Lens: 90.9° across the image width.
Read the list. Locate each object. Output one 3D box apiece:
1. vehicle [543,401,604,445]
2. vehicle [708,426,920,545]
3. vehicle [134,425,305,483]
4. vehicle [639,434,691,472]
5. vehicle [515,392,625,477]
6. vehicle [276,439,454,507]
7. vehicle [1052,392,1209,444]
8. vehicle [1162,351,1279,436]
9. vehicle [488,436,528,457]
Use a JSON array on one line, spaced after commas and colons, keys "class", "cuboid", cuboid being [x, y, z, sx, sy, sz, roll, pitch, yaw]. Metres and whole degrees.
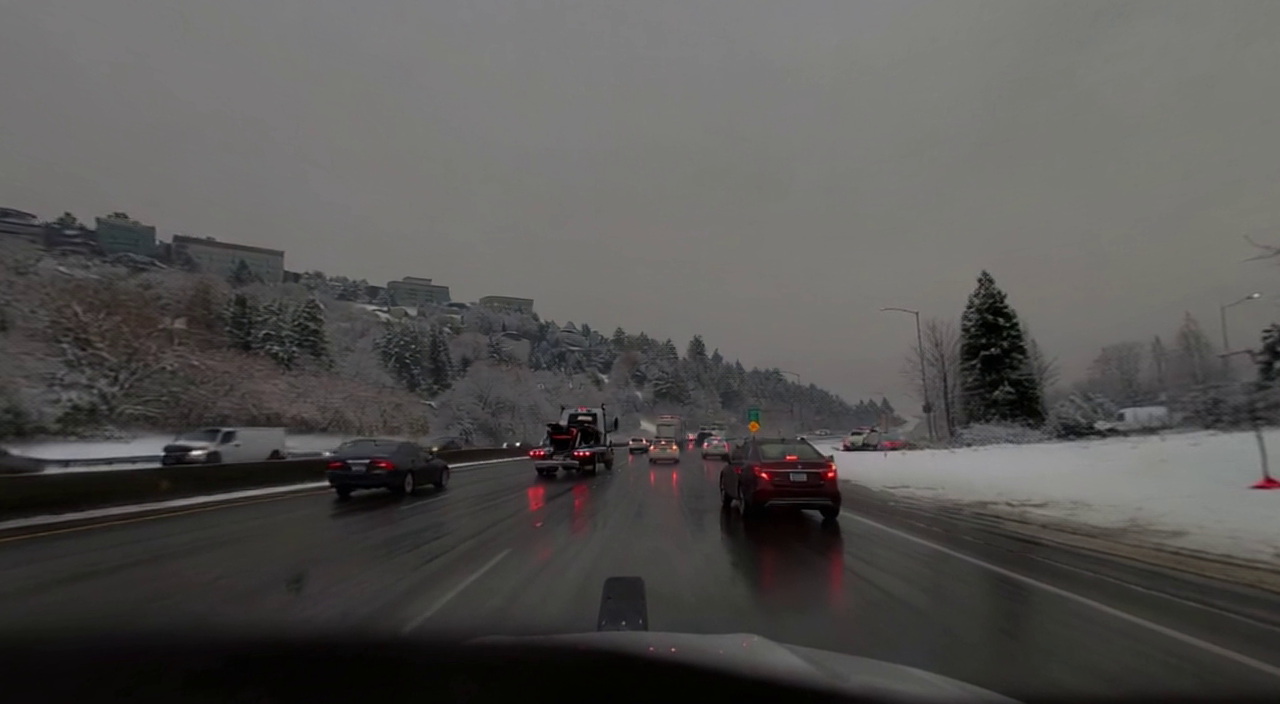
[{"class": "vehicle", "cuboid": [-2.650, 3.031, 26.191, 1.893, 1.674, 4.766, 0, -8, 2]}, {"class": "vehicle", "cuboid": [2.448, 2.012, 10.204, 2.040, 1.481, 4.260, 0, -8, -3]}, {"class": "vehicle", "cuboid": [-15.414, 3.799, 23.679, 2.333, 1.897, 5.499, -1, -8, 4]}, {"class": "vehicle", "cuboid": [1.085, 4.339, 27.173, 2.079, 1.499, 3.915, 0, -8, 2]}, {"class": "vehicle", "cuboid": [-2.586, 3.660, 27.421, 3.162, 2.955, 10.282, 0, -8, 3]}, {"class": "vehicle", "cuboid": [-6.406, 2.857, 15.483, 1.964, 1.395, 4.948, 0, -8, 2]}, {"class": "vehicle", "cuboid": [17.215, 2.438, 22.456, 2.034, 1.647, 4.188, 0, -8, -3]}, {"class": "vehicle", "cuboid": [13.647, 0.870, 12.958, 1.979, 1.616, 4.268, 1, -8, -4]}, {"class": "vehicle", "cuboid": [-9.988, 7.186, 47.989, 1.881, 1.511, 3.959, -1, -8, 5]}]
